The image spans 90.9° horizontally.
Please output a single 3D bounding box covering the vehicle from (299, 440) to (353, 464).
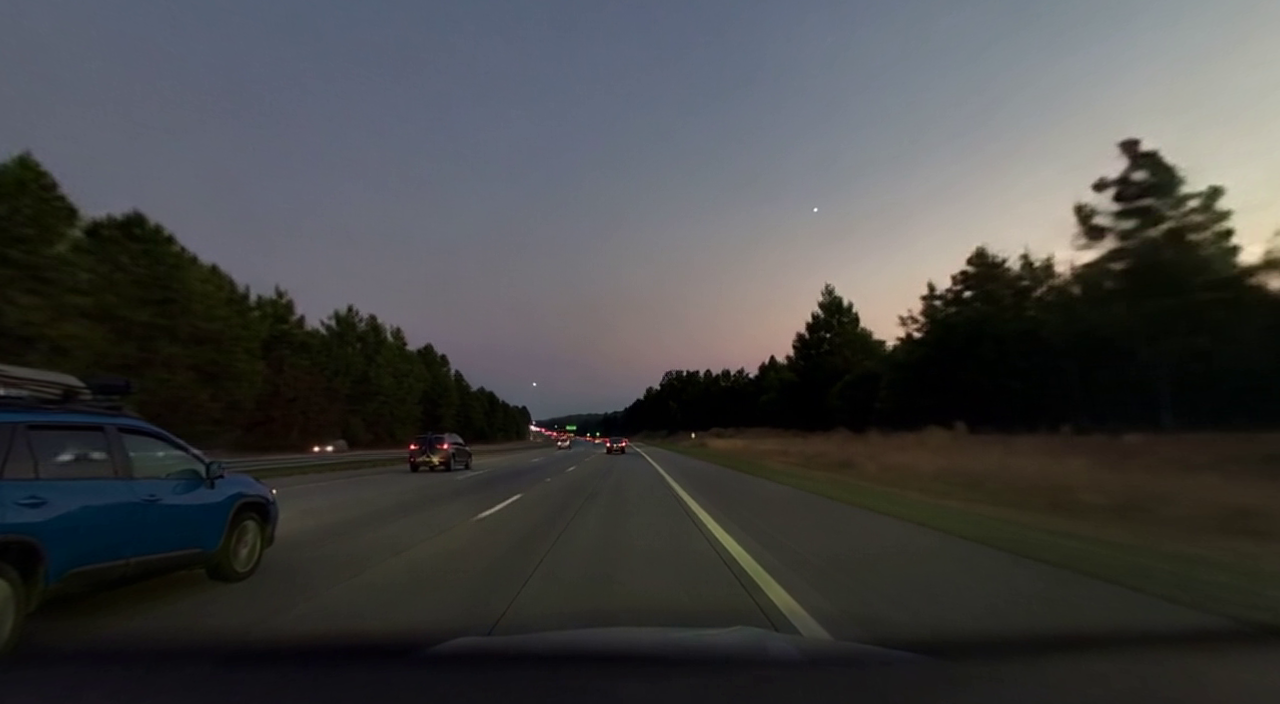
[{"bbox_3d":[-21.239,6.783,42.805,1.729,1.483,3.790,0,-7,0],"label":"vehicle"}]

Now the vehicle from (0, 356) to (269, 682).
[{"bbox_3d":[-4.507,0.924,3.549,2.069,1.748,4.652,0,-8,-1],"label":"vehicle"}]

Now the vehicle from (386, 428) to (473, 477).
[{"bbox_3d":[-8.226,3.940,25.047,1.964,1.745,4.338,0,-8,0],"label":"vehicle"}]

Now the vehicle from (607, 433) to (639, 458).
[{"bbox_3d":[-1.193,6.628,44.901,2.178,1.658,3.916,0,-8,-1],"label":"vehicle"}]
